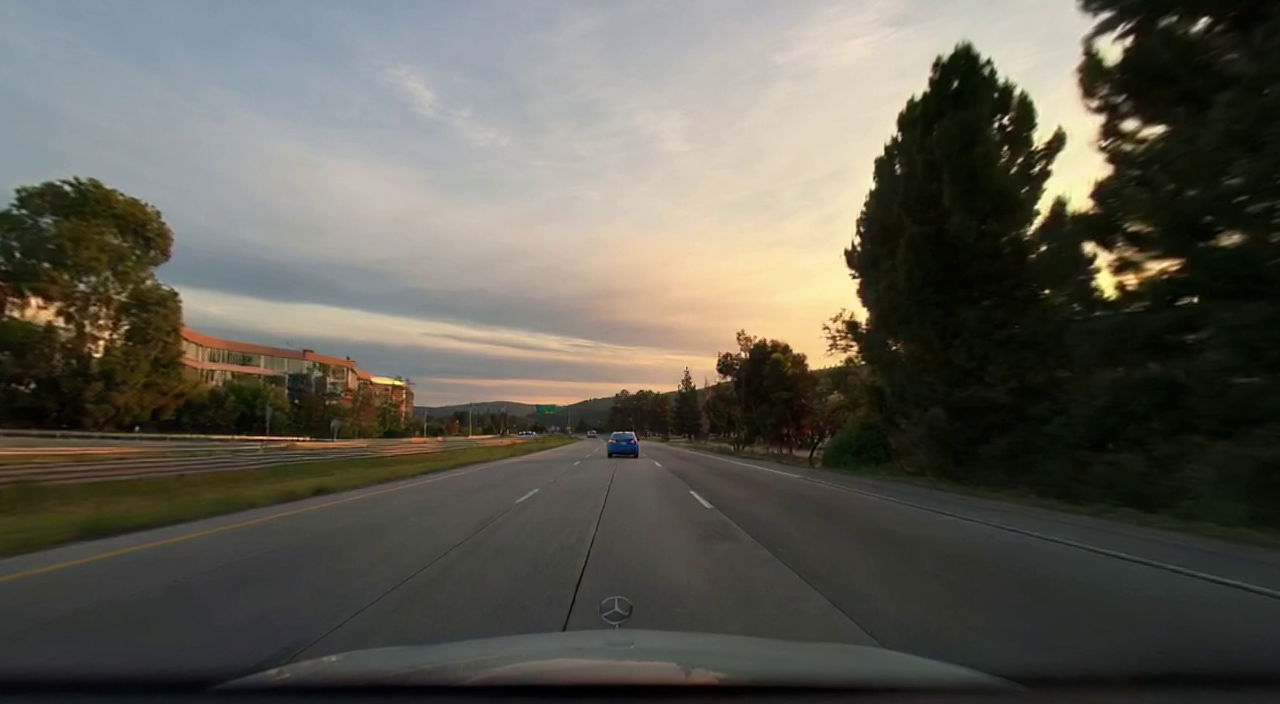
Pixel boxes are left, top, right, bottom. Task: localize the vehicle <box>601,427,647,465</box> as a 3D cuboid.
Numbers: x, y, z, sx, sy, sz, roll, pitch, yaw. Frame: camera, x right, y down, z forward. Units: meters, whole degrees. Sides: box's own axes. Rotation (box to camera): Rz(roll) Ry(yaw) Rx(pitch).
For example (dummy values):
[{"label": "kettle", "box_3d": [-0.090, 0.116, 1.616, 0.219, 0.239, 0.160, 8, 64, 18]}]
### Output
[{"label": "vehicle", "box_3d": [-0.804, 4.416, 29.710, 2.020, 1.633, 3.942, 0, -8, -3]}]
